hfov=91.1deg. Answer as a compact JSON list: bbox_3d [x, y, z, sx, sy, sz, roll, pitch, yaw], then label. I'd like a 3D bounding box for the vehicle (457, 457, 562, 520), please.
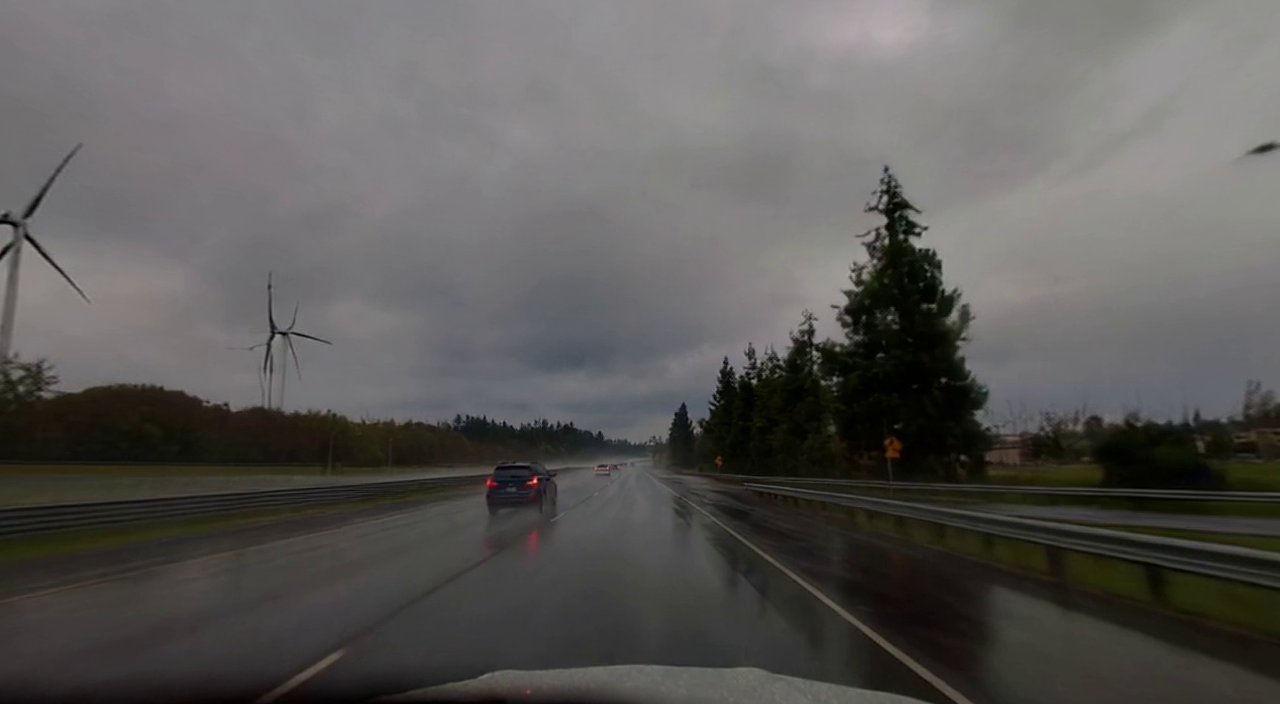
[{"bbox_3d":[-3.439,3.709,17.404,2.001,1.486,4.104,1,-10,0],"label":"vehicle"}]
